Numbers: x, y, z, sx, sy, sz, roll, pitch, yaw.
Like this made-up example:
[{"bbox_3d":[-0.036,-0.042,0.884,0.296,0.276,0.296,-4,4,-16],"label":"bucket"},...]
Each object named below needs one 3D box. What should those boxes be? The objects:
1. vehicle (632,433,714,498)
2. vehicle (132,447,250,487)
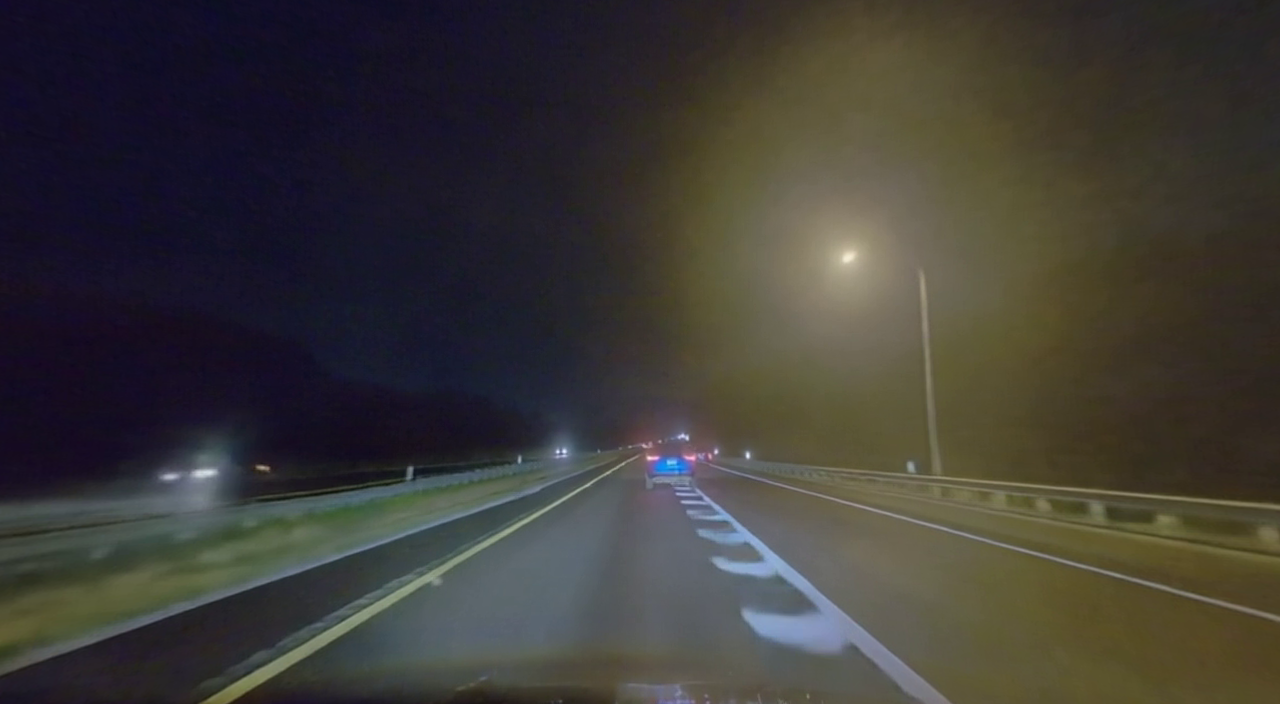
[{"bbox_3d":[0.935,3.325,18.874,2.143,1.693,4.513,-1,-9,2],"label":"vehicle"},{"bbox_3d":[-21.672,5.533,30.767,2.004,1.711,5.014,-1,-9,1],"label":"vehicle"}]
